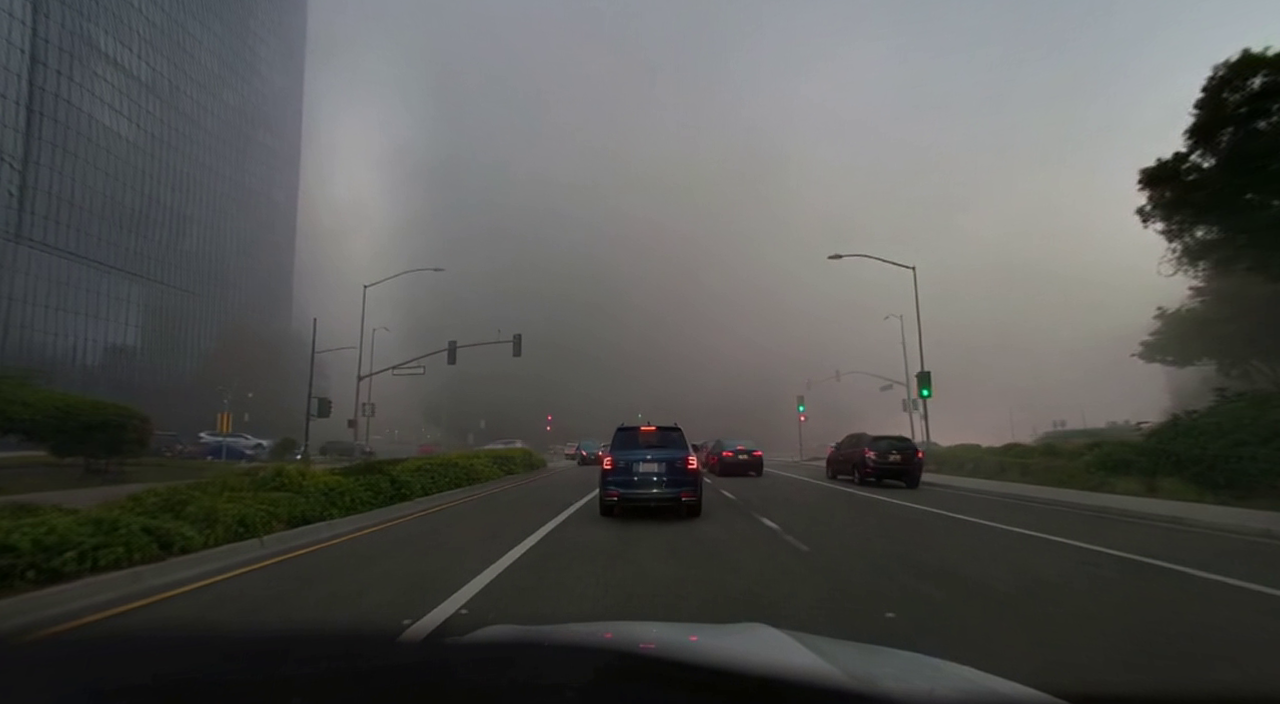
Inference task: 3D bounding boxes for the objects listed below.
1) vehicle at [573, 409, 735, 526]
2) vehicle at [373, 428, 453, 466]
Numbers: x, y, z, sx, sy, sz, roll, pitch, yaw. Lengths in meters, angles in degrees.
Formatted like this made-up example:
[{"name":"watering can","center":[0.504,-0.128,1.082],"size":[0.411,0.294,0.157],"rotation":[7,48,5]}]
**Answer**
[{"name":"vehicle","center":[0.237,2.219,12.518],"size":[2.601,1.878,4.535],"rotation":[0,-9,0]},{"name":"vehicle","center":[-15.310,6.346,42.197],"size":[2.717,2.310,6.448],"rotation":[8,-11,-41]}]
